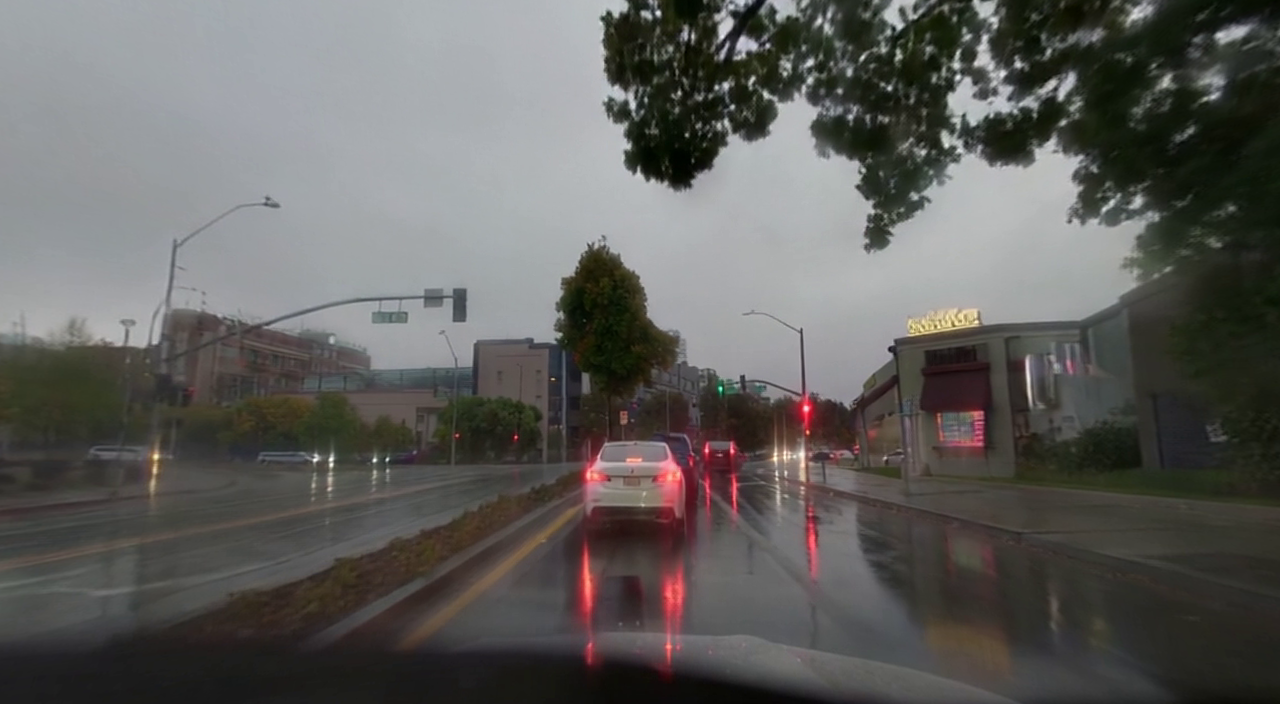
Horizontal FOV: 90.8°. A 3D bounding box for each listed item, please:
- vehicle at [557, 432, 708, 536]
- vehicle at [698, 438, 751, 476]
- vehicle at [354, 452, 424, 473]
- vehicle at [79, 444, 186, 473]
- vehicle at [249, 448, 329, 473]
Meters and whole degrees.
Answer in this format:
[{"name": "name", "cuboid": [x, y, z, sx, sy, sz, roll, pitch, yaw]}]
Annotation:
[{"name": "vehicle", "cuboid": [-0.072, 2.230, 11.310, 2.173, 1.479, 4.264, 0, -9, 1]}, {"name": "vehicle", "cuboid": [4.362, 5.523, 33.467, 2.092, 1.851, 4.913, 0, -9, 0]}, {"name": "vehicle", "cuboid": [-18.689, 8.216, 47.211, 4.548, 1.449, 1.802, 2, -9, -12]}, {"name": "vehicle", "cuboid": [-32.439, 6.806, 40.537, 4.877, 1.754, 1.978, 2, -9, -11]}, {"name": "vehicle", "cuboid": [-25.305, 7.814, 45.736, 4.575, 1.718, 2.008, 2, -9, -11]}]
